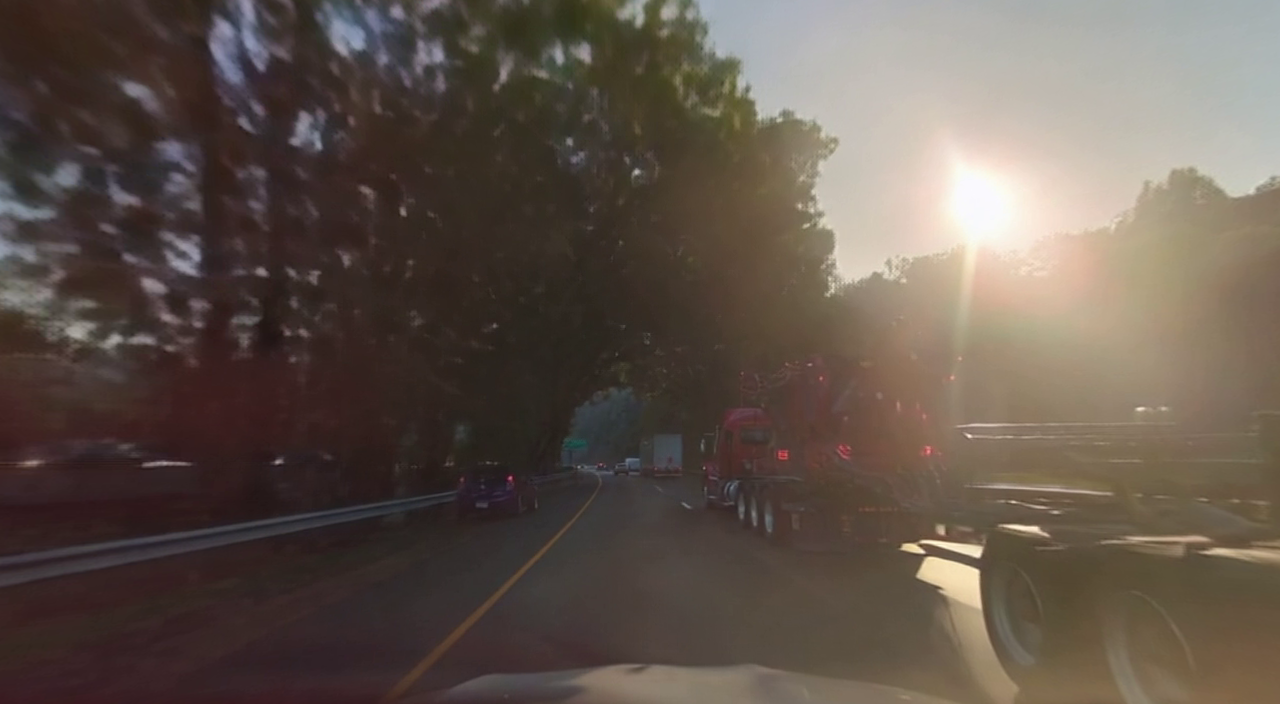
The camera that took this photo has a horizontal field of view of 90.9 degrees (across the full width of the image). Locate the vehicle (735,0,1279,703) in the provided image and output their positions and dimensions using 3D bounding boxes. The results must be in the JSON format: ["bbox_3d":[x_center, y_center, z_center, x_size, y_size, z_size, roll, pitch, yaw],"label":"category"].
[{"bbox_3d":[3.726,0.727,7.663,2.856,4.040,14.009,1,-10,-1],"label":"vehicle"}]

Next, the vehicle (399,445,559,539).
[{"bbox_3d":[-3.115,2.891,13.460,2.010,1.580,4.949,1,-10,1],"label":"vehicle"}]

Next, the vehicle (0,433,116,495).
[{"bbox_3d":[-16.108,2.888,16.299,1.760,1.457,3.788,1,-10,-1],"label":"vehicle"}]

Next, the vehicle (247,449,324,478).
[{"bbox_3d":[-20.266,6.447,36.295,1.872,1.487,4.511,1,-10,-2],"label":"vehicle"}]
